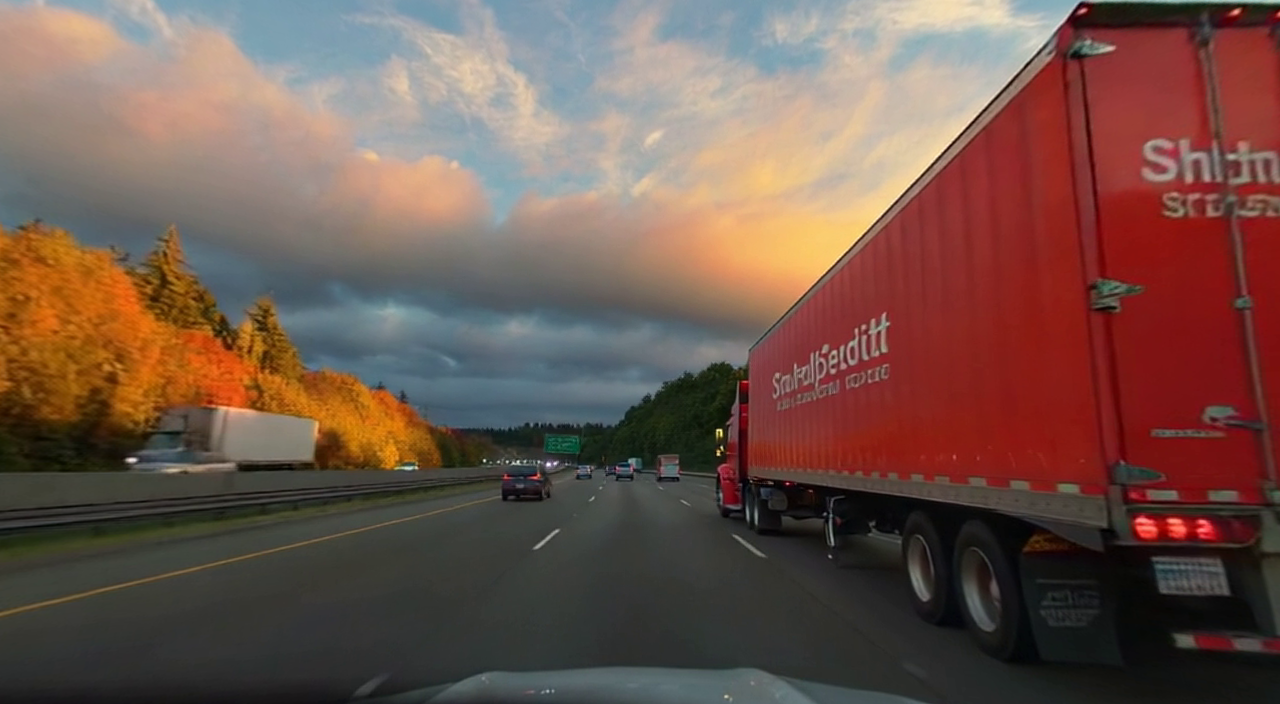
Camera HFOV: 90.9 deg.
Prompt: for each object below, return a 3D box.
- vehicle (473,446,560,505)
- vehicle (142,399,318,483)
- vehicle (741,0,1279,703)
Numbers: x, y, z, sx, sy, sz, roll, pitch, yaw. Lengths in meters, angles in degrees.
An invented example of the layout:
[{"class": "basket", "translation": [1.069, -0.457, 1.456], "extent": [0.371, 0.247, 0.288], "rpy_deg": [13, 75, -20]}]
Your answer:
[{"class": "vehicle", "translation": [-4.104, 4.249, 21.846], "extent": [2.070, 1.775, 4.646], "rpy_deg": [1, -10, 0]}, {"class": "vehicle", "translation": [-21.131, 4.918, 33.525], "extent": [2.966, 3.783, 9.511], "rpy_deg": [1, -10, -1]}, {"class": "vehicle", "translation": [4.176, 0.783, 8.827], "extent": [2.992, 4.300, 13.967], "rpy_deg": [1, -10, -1]}]
